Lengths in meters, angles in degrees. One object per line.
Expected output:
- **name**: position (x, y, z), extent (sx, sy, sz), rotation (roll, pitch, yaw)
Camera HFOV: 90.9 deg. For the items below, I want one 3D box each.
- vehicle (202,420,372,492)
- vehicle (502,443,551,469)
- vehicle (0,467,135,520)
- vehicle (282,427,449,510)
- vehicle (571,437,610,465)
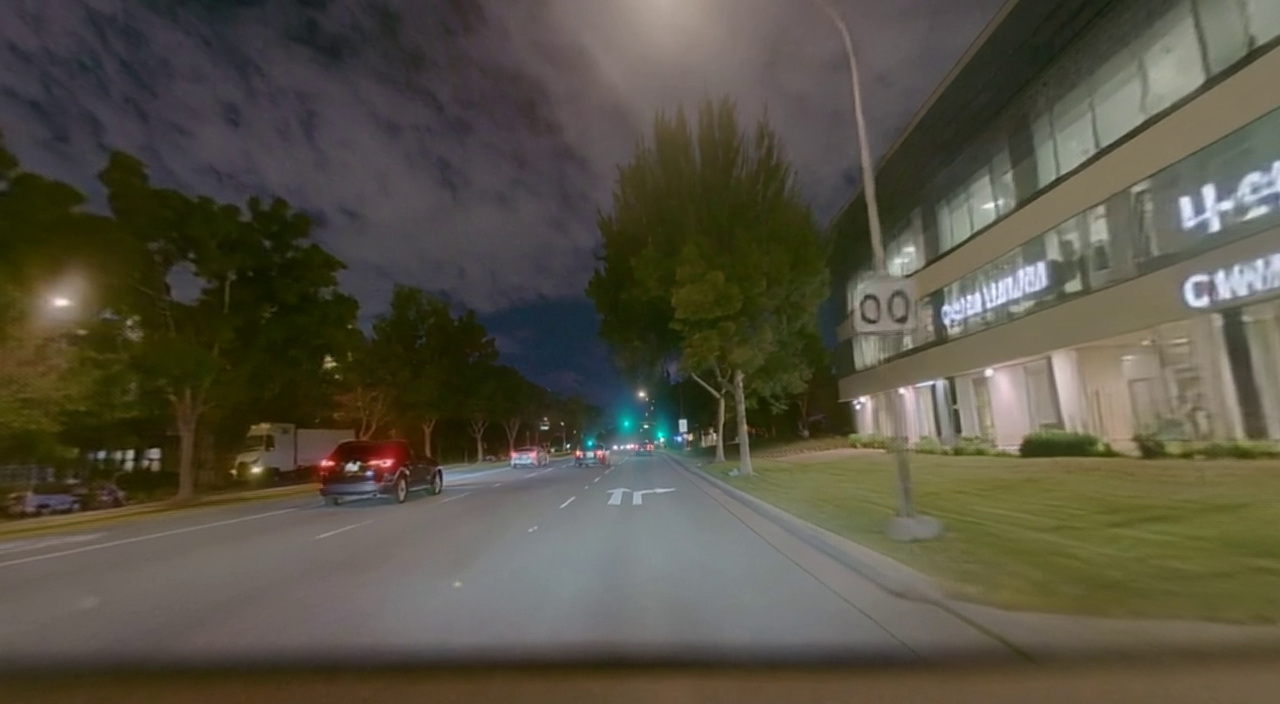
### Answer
- **vehicle**: position (-21.815, 6.548, 40.789), extent (3.033, 3.777, 14.652), rotation (0, -8, -2)
- **vehicle**: position (-6.805, 6.289, 38.329), extent (2.072, 1.427, 4.328), rotation (0, -9, 1)
- **vehicle**: position (-22.094, 5.361, 24.055), extent (1.900, 1.467, 4.655), rotation (-6, -8, -1)
- **vehicle**: position (-6.853, 2.956, 16.517), extent (2.137, 1.835, 4.844), rotation (0, -9, 1)
- **vehicle**: position (-3.082, 6.331, 40.286), extent (2.100, 1.661, 3.837), rotation (0, -9, 1)
